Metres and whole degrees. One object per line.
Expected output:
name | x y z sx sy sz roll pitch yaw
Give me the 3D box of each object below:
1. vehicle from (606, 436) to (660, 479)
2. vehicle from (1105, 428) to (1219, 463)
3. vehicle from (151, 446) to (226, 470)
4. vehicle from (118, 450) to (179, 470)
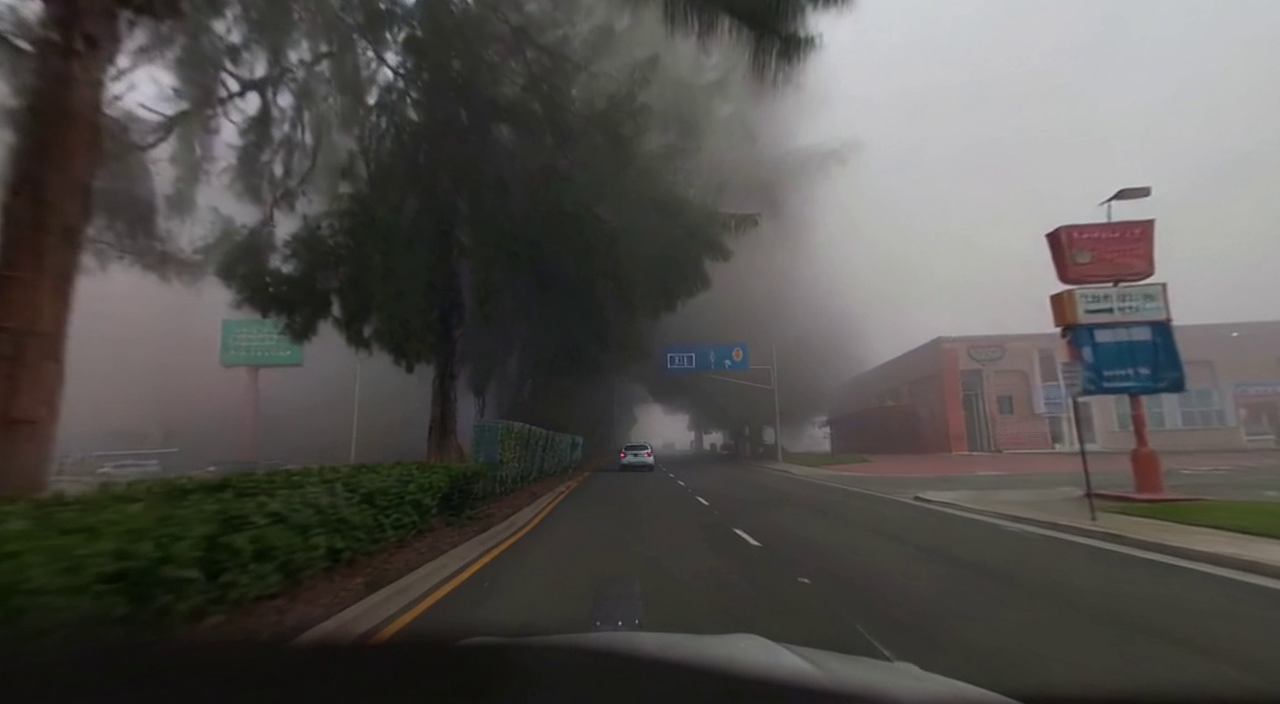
vehicle | -0.283 4.836 29.015 2.235 1.719 4.292 2 -9 1
vehicle | 23.154 4.168 28.129 1.720 1.450 3.741 0 -8 -4
vehicle | -29.880 7.020 41.800 1.844 1.521 4.304 1 -9 -2
vehicle | -37.978 8.340 48.738 1.732 1.357 3.730 -2 -9 0
